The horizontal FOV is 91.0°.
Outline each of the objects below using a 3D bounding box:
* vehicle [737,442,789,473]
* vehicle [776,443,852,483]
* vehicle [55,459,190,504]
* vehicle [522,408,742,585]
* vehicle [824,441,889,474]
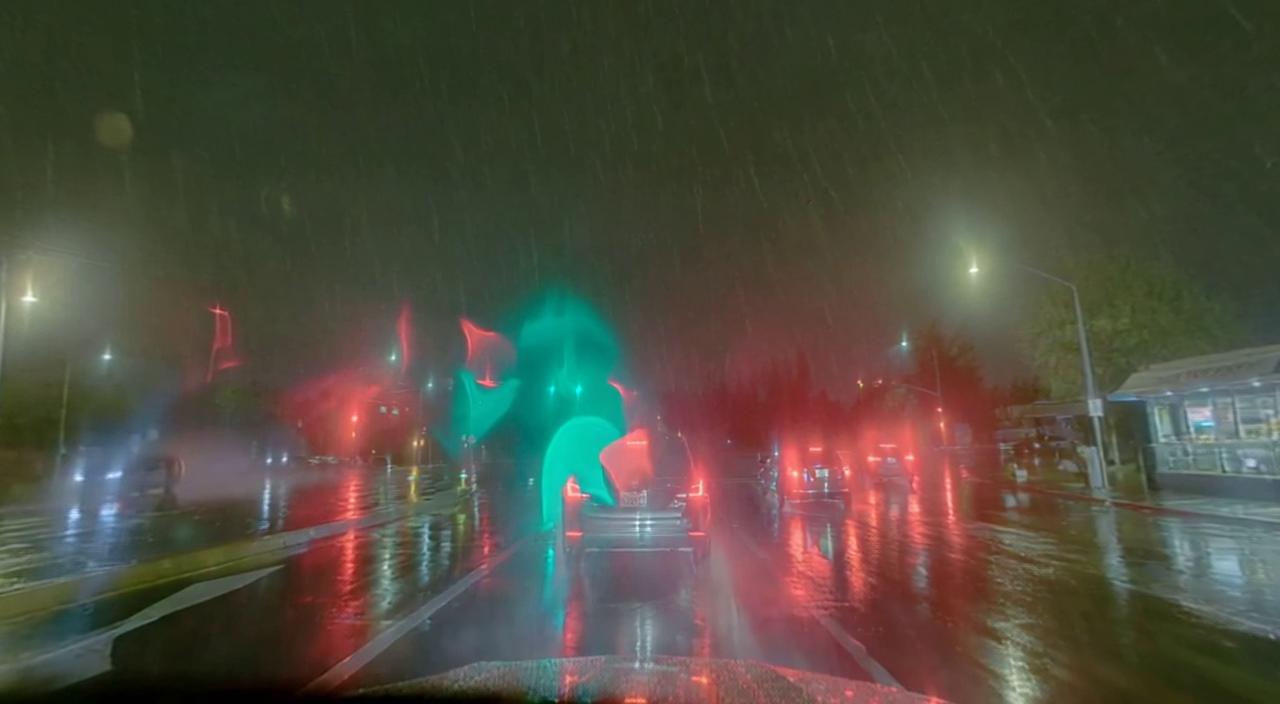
[{"bbox_3d":[6.270,5.455,32.642,1.961,1.477,4.454,0,-9,2],"label":"vehicle"},{"bbox_3d":[6.858,4.380,25.249,1.833,1.452,4.237,0,-9,0],"label":"vehicle"},{"bbox_3d":[-19.659,4.894,24.207,1.969,1.458,4.300,1,-9,-9],"label":"vehicle"},{"bbox_3d":[-0.059,1.694,8.125,2.115,1.700,3.901,0,-8,1],"label":"vehicle"},{"bbox_3d":[11.383,5.555,33.369,2.081,1.651,4.432,-1,-9,3],"label":"vehicle"}]
